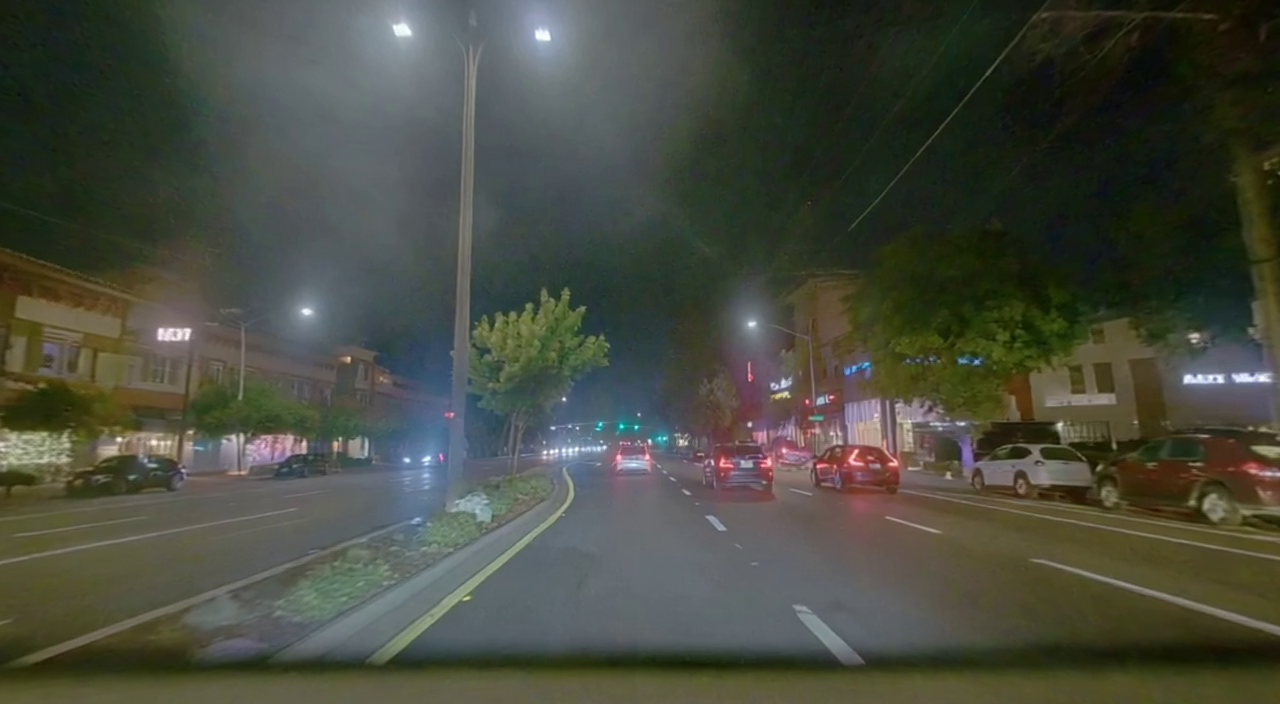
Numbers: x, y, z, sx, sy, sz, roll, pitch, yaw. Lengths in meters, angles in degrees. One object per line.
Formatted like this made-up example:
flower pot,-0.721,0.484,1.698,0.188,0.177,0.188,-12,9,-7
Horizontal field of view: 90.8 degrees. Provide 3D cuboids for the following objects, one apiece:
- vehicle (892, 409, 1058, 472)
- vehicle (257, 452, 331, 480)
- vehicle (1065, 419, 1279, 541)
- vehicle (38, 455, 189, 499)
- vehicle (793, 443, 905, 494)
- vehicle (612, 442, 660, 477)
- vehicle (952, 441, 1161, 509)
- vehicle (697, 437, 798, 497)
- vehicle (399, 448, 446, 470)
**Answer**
vehicle,17.523,4.682,33.427,7.127,3.093,2.760,0,-8,0
vehicle,-20.383,6.713,37.444,1.925,1.454,4.529,0,-8,-2
vehicle,10.163,2.141,11.127,2.068,1.722,4.556,0,-8,-1
vehicle,-20.386,4.815,24.796,1.914,1.471,4.640,0,-8,0
vehicle,6.494,3.649,20.247,1.952,1.449,4.544,0,-8,-1
vehicle,-0.194,4.967,29.466,2.052,1.461,4.324,0,-8,0
vehicle,10.407,3.071,16.365,2.030,1.479,4.624,1,-8,-4
vehicle,3.036,3.356,18.868,2.072,1.545,4.578,0,-8,-2
vehicle,-15.039,7.384,43.783,1.878,1.481,3.663,0,-8,1
